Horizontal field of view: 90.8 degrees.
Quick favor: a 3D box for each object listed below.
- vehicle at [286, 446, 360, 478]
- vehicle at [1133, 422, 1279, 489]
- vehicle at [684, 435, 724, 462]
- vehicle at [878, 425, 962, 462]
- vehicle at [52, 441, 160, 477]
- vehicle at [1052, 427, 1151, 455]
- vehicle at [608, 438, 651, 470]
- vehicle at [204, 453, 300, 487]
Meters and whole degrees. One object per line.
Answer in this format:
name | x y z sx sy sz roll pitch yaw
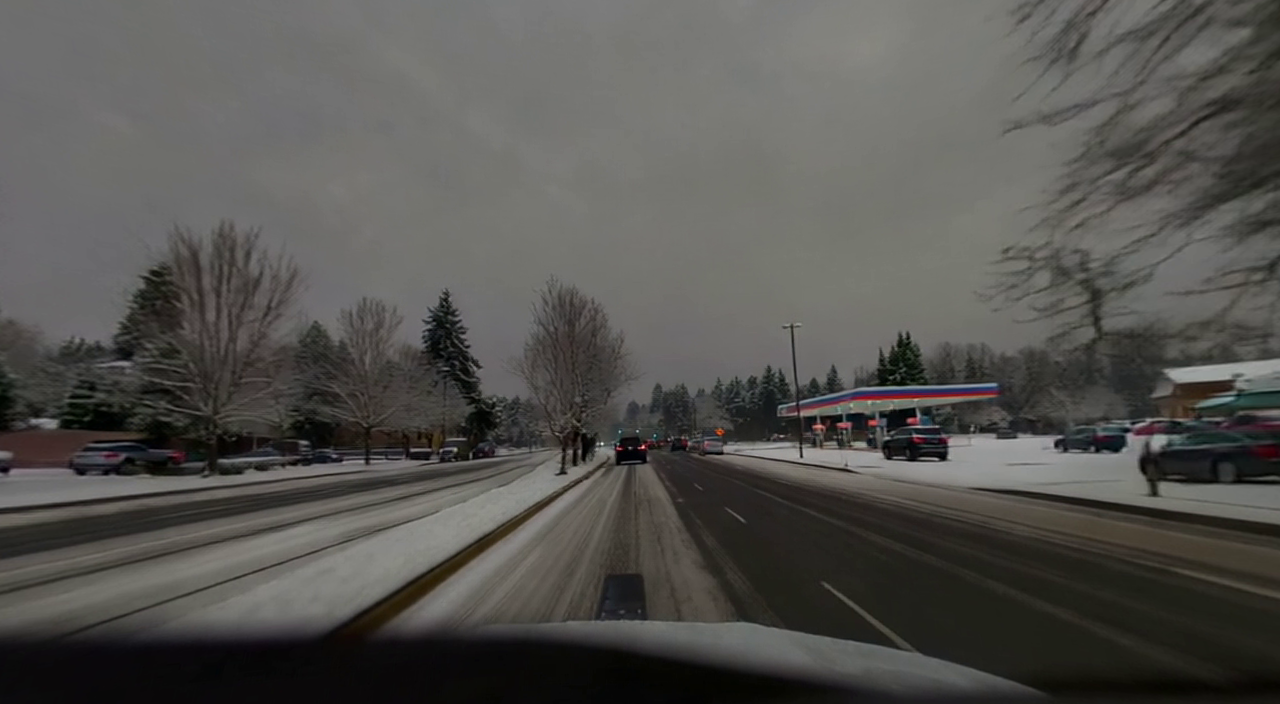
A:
vehicle | -18.847 6.531 37.853 2.004 1.758 4.594 0 -8 0
vehicle | 15.296 2.584 15.988 2.001 1.479 4.696 -1 -8 3
vehicle | 4.617 6.811 44.697 2.117 1.757 4.969 -2 -9 14
vehicle | 15.315 5.082 34.959 2.368 1.868 4.724 0 -8 -1
vehicle | -31.854 6.400 37.809 4.384 2.079 2.066 0 -9 -3
vehicle | 25.616 4.983 35.320 2.045 1.478 4.685 0 -8 0
vehicle | -0.513 5.086 31.677 2.052 1.488 3.779 0 -8 0
vehicle | -18.842 5.709 30.954 1.797 1.461 4.536 0 -8 0
